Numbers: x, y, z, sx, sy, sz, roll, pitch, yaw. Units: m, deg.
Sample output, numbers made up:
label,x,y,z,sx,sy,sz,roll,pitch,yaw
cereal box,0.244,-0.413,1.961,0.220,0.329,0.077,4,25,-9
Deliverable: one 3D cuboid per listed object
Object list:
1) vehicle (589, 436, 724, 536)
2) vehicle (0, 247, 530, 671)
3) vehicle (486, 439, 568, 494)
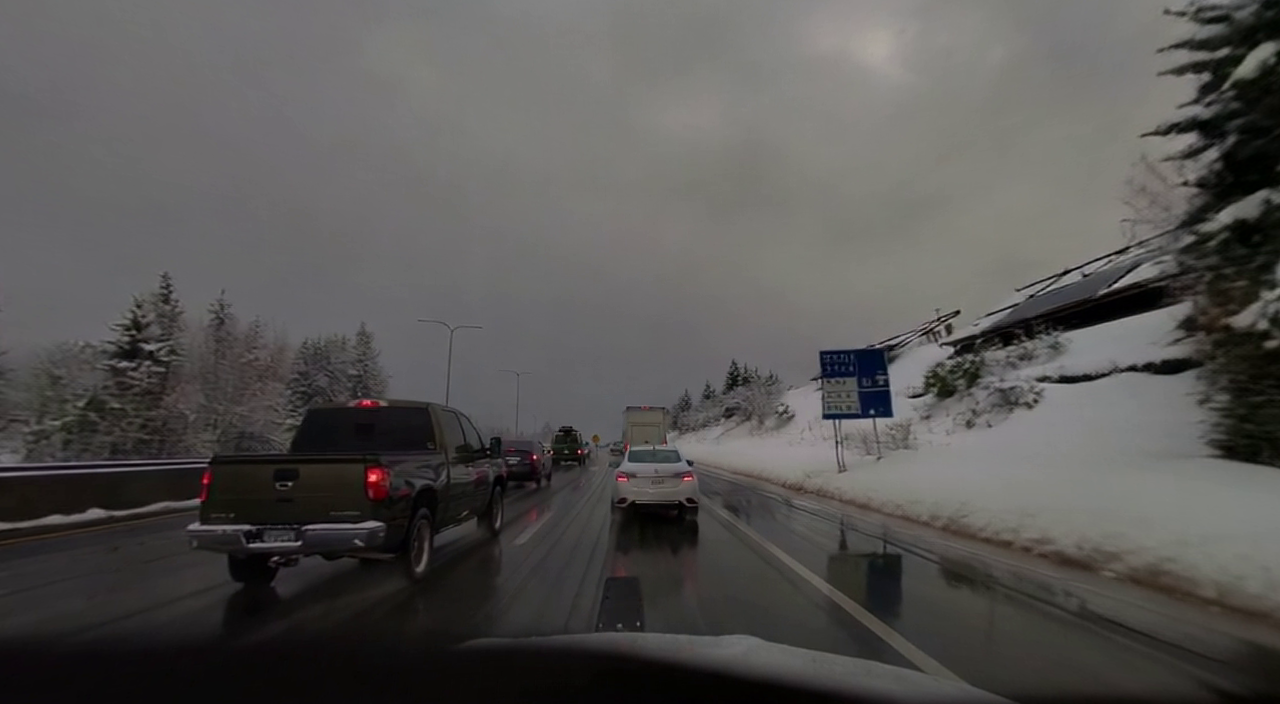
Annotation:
label,x,y,z,sx,sy,sz,roll,pitch,yaw
vehicle,0.227,2.318,11.418,2.063,1.507,3.488,0,-9,-1
vehicle,-3.070,1.151,7.487,2.289,2.757,6.726,0,-9,0
vehicle,-3.609,3.742,20.870,1.963,1.627,3.849,0,-9,0
